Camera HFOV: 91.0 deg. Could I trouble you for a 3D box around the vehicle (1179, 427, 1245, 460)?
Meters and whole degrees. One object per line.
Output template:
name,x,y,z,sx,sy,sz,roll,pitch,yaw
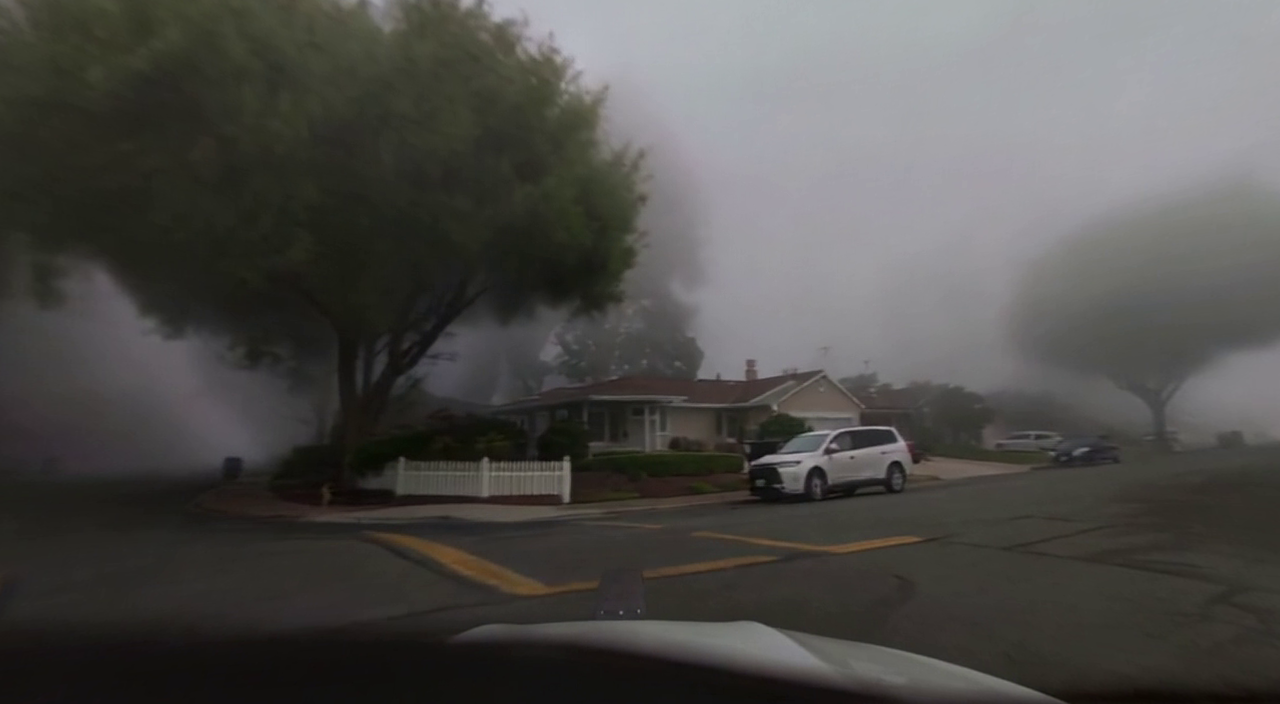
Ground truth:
vehicle,42.182,6.706,46.329,5.323,2.054,2.482,3,-10,-38

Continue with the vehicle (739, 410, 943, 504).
vehicle,5.594,2.811,17.049,6.088,2.084,2.337,8,-12,-41

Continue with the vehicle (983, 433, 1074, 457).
vehicle,27.622,6.656,44.899,2.079,1.558,4.977,7,-11,-39
